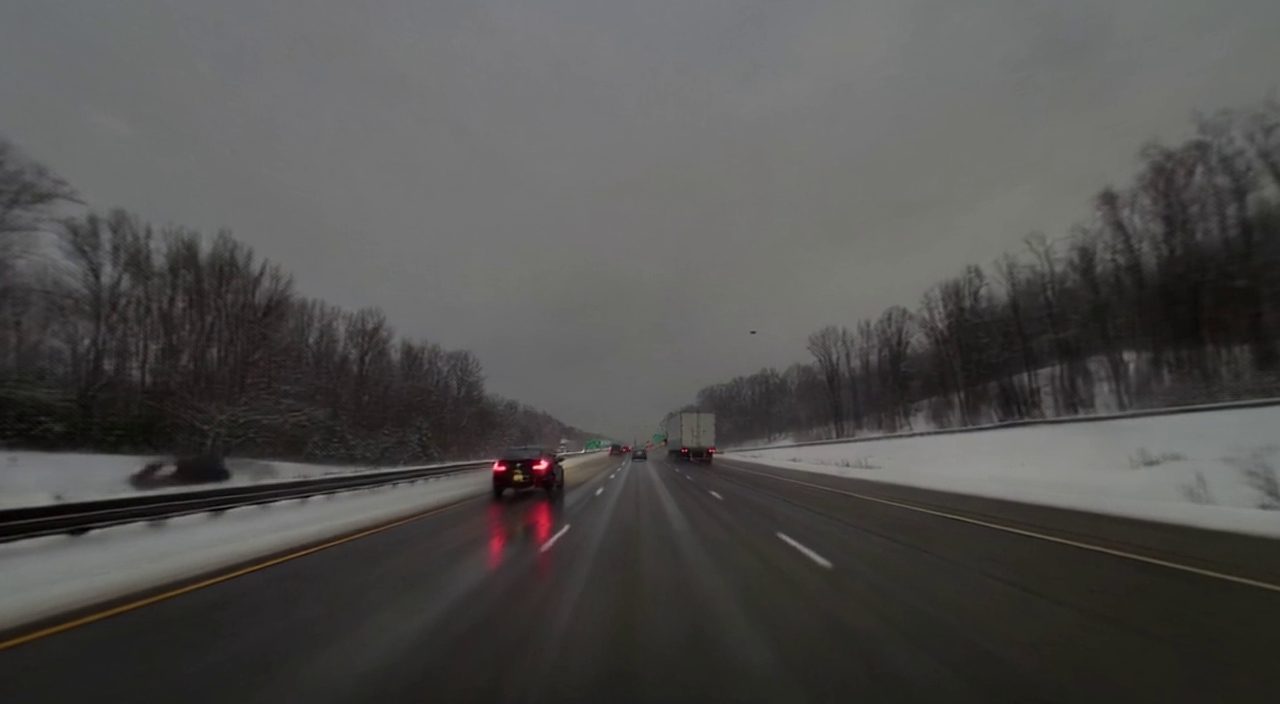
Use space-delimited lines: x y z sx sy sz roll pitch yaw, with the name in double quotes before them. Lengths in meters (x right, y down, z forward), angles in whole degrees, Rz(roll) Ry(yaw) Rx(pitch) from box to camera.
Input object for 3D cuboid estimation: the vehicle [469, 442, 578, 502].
"vehicle" -3.096 3.318 17.838 2.121 1.445 4.651 0 -9 1
